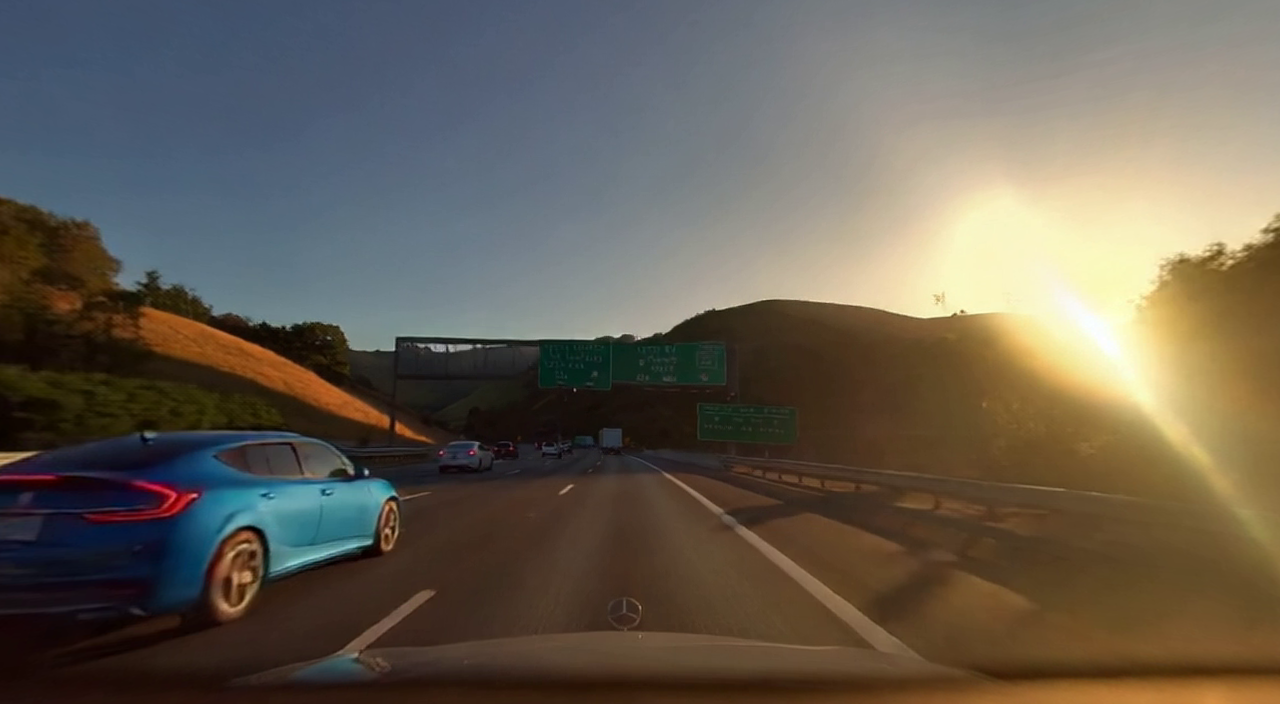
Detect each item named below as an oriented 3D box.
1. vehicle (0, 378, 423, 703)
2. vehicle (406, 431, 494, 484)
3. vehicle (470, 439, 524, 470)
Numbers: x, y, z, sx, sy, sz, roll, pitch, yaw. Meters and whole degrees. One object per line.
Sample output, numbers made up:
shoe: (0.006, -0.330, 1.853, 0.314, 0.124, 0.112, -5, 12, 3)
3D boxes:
vehicle: (-3.857, 1.321, 5.619, 2.180, 1.685, 4.668, 0, -9, 0)
vehicle: (-6.823, 3.841, 23.100, 2.081, 1.740, 4.268, 1, -9, -3)
vehicle: (-8.048, 5.807, 35.898, 2.099, 1.644, 4.638, 1, -9, -1)
